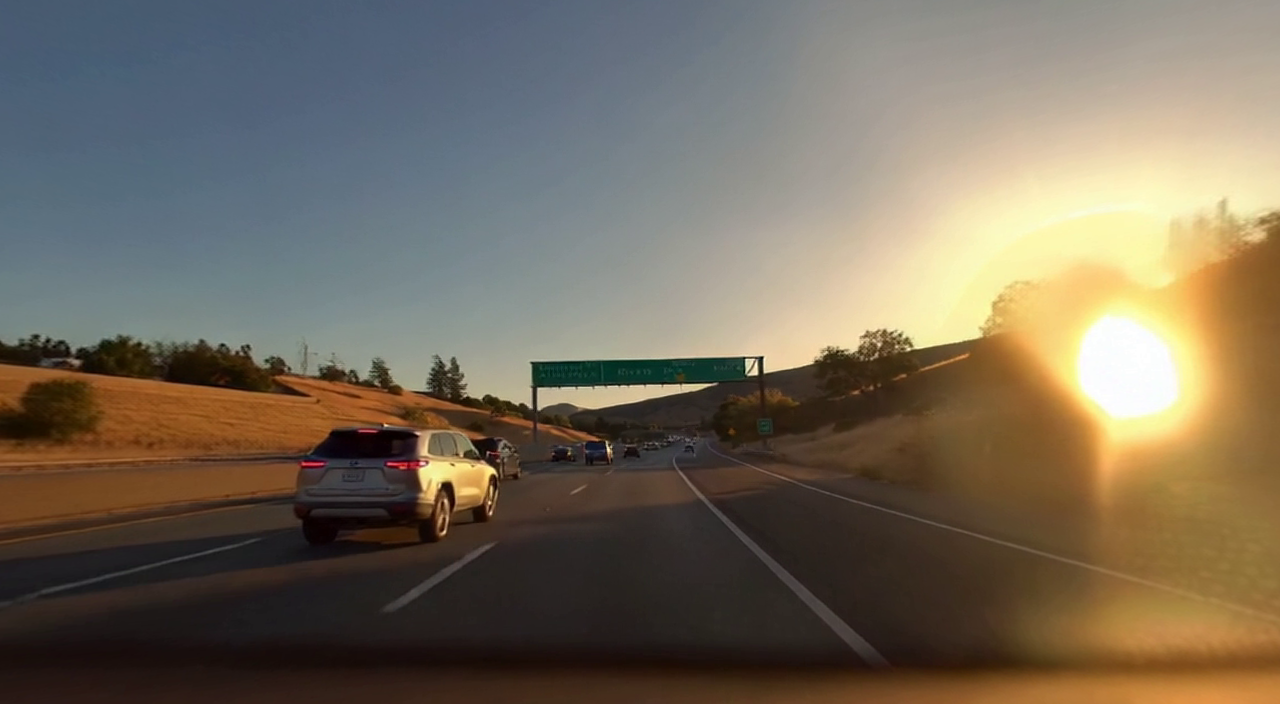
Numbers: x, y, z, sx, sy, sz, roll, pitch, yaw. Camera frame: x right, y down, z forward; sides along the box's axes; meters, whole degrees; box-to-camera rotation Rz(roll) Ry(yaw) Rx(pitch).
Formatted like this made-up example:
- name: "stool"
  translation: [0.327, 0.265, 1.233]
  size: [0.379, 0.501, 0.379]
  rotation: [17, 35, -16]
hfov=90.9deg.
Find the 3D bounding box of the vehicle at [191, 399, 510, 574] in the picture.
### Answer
- name: "vehicle"
  translation: [-3.590, 1.795, 9.181]
  size: [2.218, 1.848, 4.789]
  rotation: [0, -9, 2]
